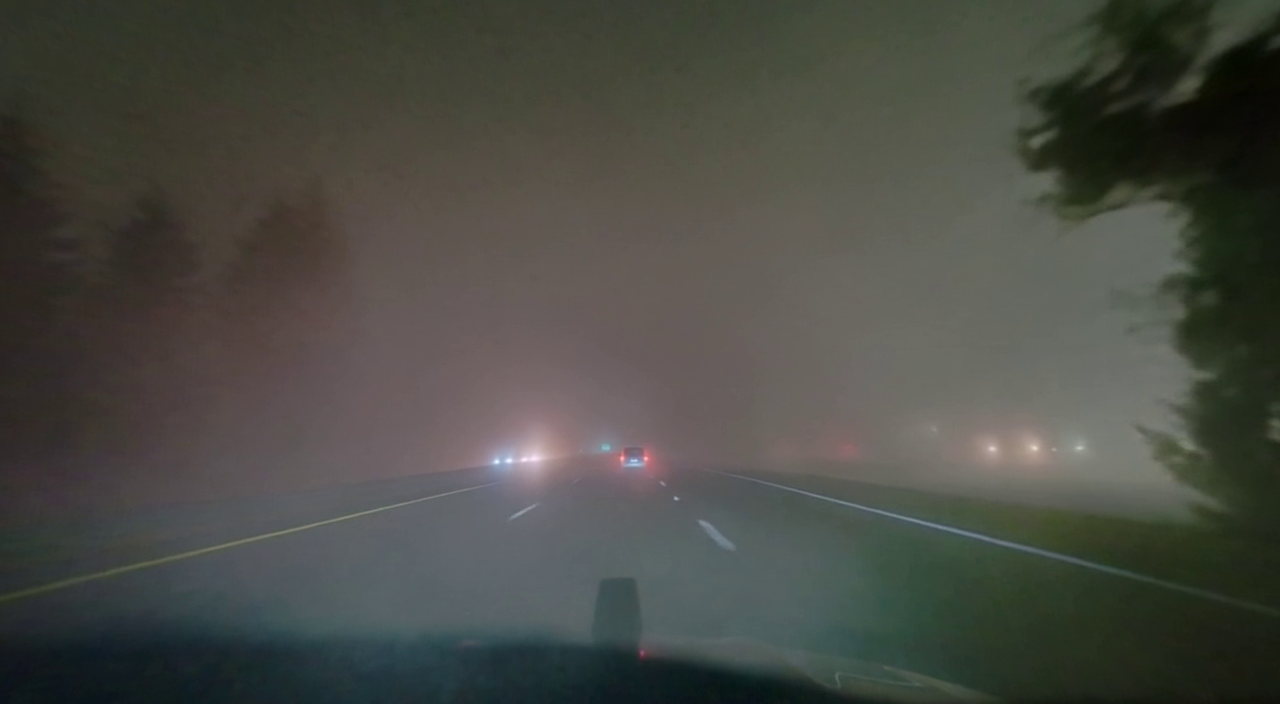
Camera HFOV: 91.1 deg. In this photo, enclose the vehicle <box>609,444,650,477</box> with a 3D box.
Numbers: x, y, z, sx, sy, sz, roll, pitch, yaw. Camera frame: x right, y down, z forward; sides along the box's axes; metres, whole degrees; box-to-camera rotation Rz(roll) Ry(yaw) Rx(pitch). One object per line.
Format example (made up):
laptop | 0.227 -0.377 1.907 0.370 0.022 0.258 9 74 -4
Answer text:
vehicle | -0.516 6.002 35.080 2.120 1.715 4.153 0 -9 1
